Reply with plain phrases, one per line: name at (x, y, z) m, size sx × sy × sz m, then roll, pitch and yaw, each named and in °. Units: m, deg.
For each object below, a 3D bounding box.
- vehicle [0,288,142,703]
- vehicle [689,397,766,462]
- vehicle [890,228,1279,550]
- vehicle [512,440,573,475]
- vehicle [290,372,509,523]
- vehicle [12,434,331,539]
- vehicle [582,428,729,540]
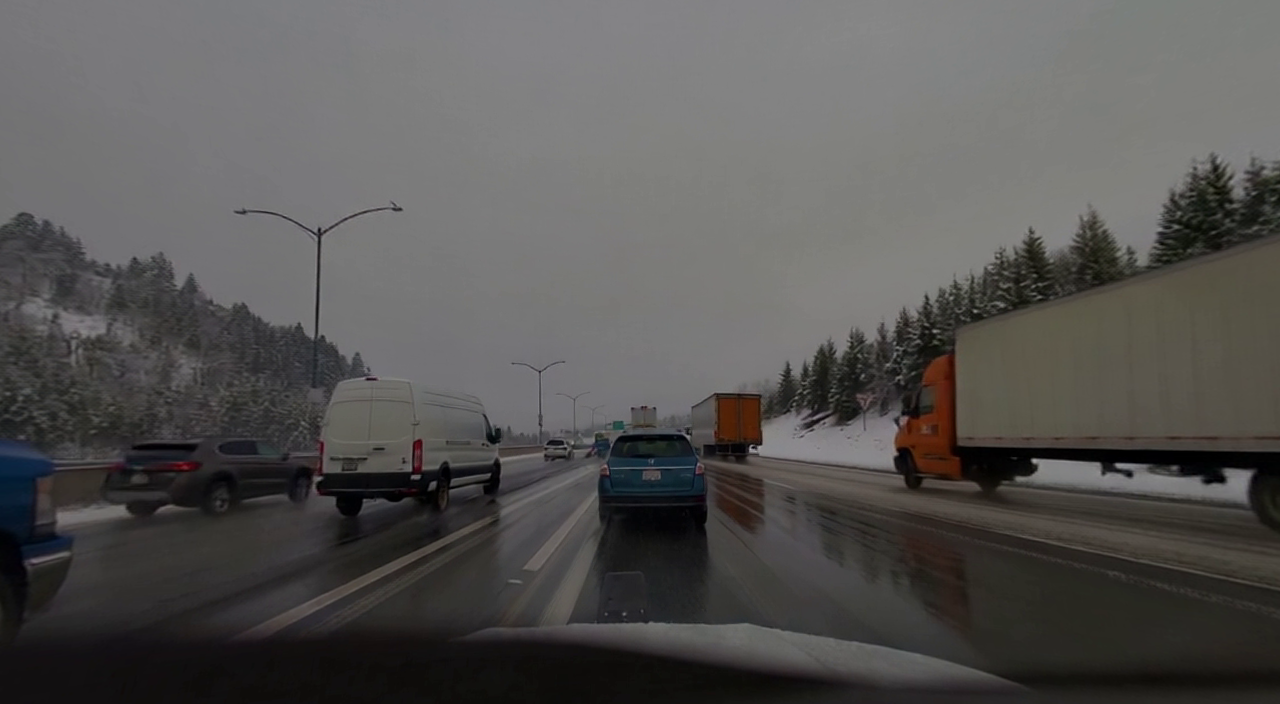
vehicle at (-4.278, 0.452, 1.183) m, size 2.195 × 2.086 × 5.445 m, roll 0°, pitch -8°, yaw 0°
vehicle at (6.354, 6.308, 49.718) m, size 2.989 × 4.277 × 16.586 m, roll 0°, pitch -8°, yaw -3°
vehicle at (8.766, 0.786, 10.009) m, size 2.977 × 3.878 × 11.111 m, roll 2°, pitch -9°, yaw -13°
vehicle at (-4.370, 4.785, 28.874) m, size 2.007 × 1.457 × 4.447 m, roll 0°, pitch -8°, yaw 1°
vehicle at (-4.630, 2.019, 13.489) m, size 2.300 × 2.522 × 5.701 m, roll 0°, pitch -8°, yaw 1°
vehicle at (-7.773, 2.224, 11.280) m, size 1.968 × 1.459 × 4.737 m, roll -1°, pitch -8°, yaw 2°
vehicle at (0.165, 2.087, 10.589) m, size 2.003 × 1.499 × 3.930 m, roll 0°, pitch -8°, yaw -1°
